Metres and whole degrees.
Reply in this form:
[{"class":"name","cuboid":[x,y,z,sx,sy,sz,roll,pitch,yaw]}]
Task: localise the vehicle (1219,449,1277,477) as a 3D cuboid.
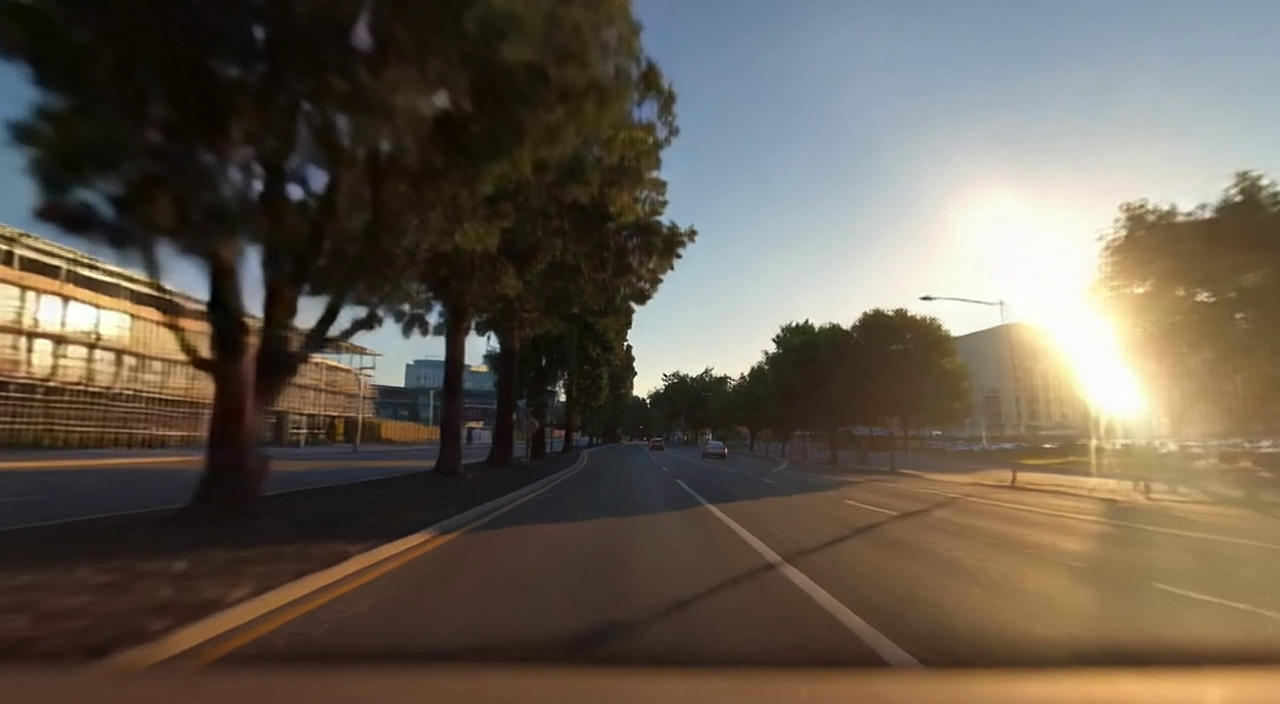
[{"class":"vehicle","cuboid":[36.373,6.605,37.897,1.955,1.527,4.835,-8,-12,38]}]
